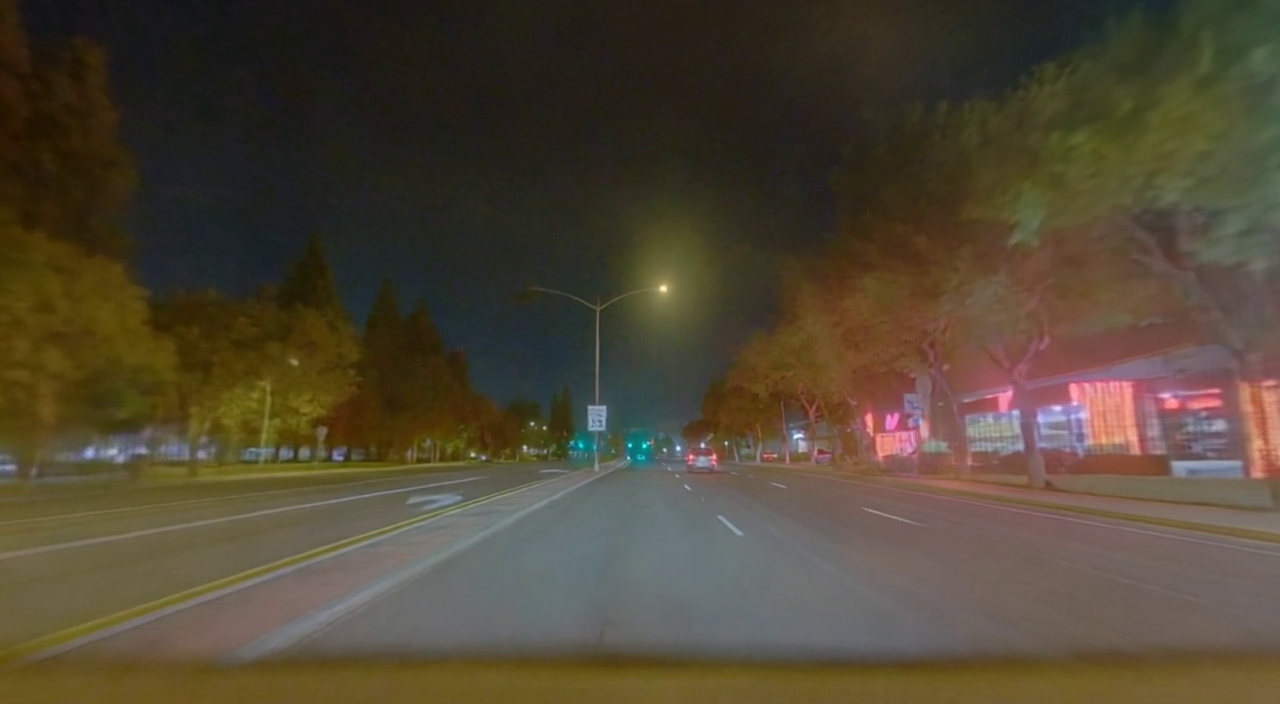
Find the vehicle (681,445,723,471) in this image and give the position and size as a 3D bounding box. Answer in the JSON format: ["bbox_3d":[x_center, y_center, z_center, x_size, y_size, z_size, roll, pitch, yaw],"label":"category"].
[{"bbox_3d":[3.674,6.385,38.135,2.015,1.479,4.444,0,-9,-1],"label":"vehicle"}]
